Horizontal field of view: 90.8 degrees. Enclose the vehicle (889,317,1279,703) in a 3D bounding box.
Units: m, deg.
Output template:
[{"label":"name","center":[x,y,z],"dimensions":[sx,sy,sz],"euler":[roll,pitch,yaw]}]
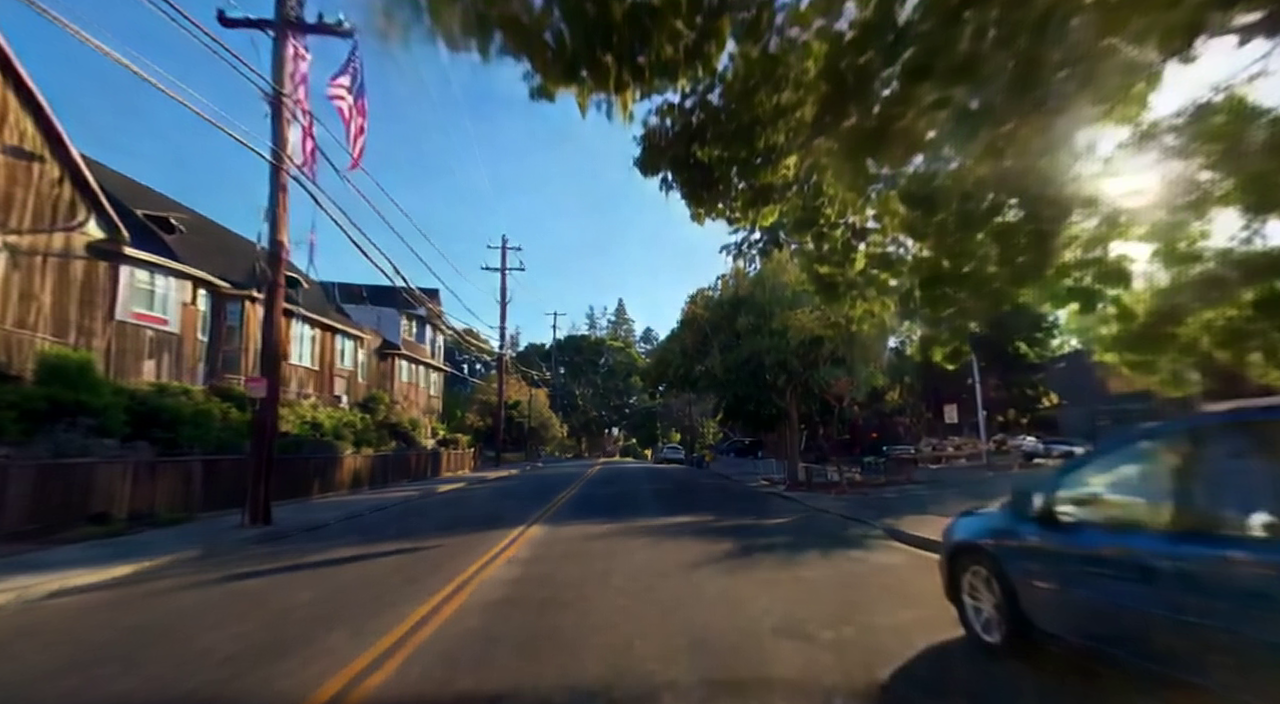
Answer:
[{"label":"vehicle","center":[3.306,0.888,2.946],"dimensions":[2.203,1.787,4.704],"euler":[0,-8,-2]}]
